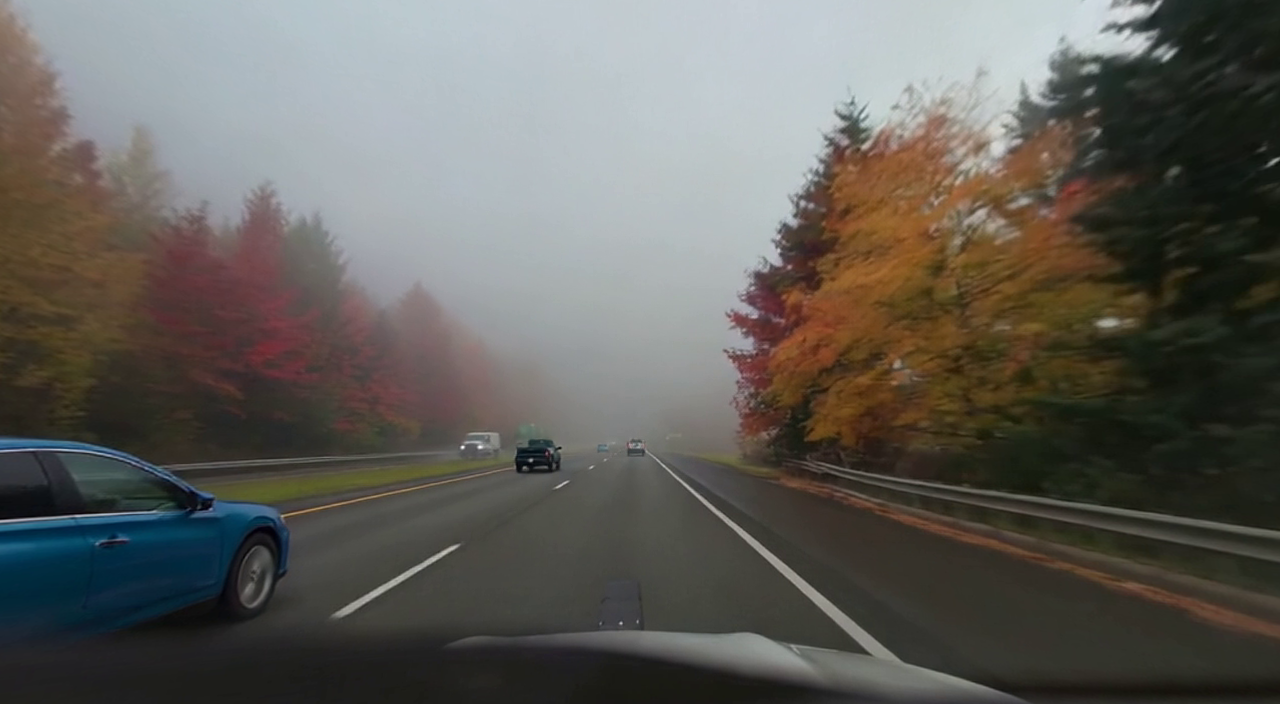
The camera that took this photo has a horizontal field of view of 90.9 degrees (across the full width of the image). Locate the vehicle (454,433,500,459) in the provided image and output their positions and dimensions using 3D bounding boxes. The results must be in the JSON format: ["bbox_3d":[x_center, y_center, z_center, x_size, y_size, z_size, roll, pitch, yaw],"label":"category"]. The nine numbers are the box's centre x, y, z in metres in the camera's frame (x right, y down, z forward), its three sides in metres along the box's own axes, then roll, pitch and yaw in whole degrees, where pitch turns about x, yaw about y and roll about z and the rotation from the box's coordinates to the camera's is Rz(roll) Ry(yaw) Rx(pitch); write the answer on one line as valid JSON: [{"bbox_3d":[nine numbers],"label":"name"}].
[{"bbox_3d":[-12.254,7.096,47.599,2.098,1.796,4.845,0,-8,1],"label":"vehicle"}]

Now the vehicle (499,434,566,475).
[{"bbox_3d":[-4.370,4.249,26.289,2.002,1.553,4.247,0,-8,0],"label":"vehicle"}]
